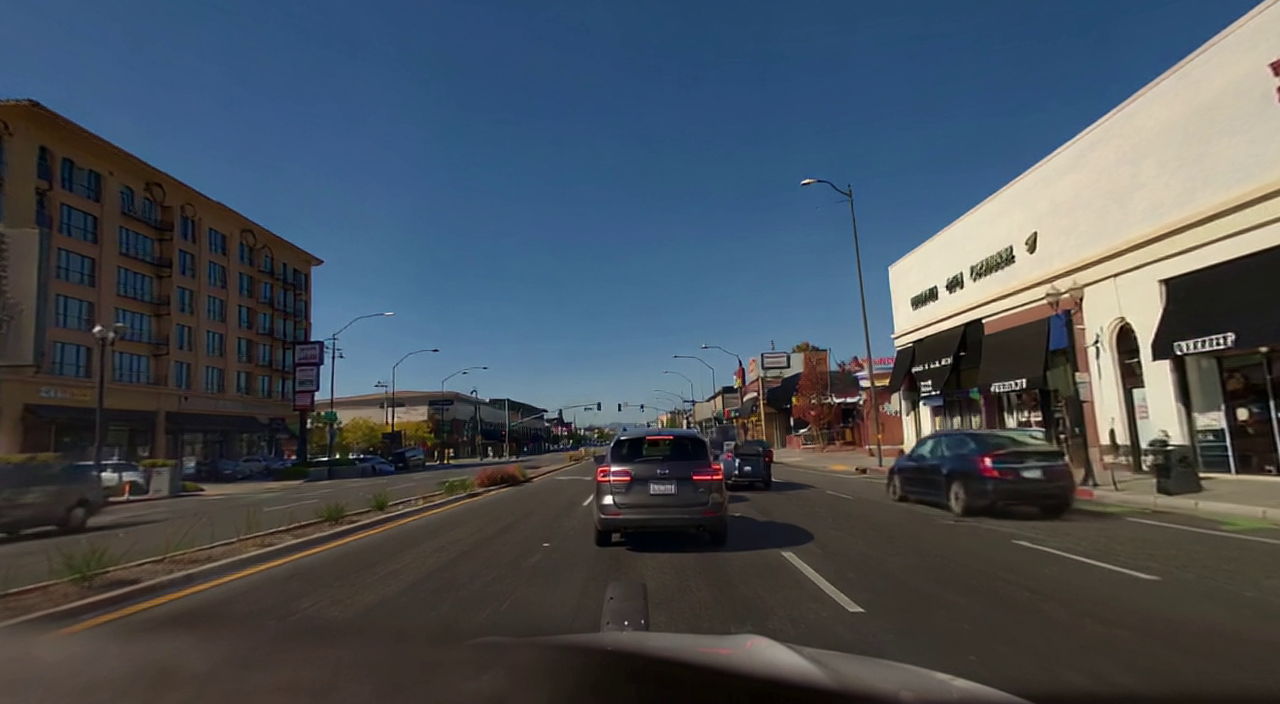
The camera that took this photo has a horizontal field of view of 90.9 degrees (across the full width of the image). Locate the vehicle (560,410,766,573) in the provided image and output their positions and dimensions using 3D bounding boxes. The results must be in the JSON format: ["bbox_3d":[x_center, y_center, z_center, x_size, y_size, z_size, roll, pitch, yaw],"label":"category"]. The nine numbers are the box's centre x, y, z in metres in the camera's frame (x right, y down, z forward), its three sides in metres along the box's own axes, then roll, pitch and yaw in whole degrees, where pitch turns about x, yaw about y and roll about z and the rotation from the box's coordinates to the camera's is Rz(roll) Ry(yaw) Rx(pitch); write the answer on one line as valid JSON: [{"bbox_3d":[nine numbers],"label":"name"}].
[{"bbox_3d":[0.224,1.727,8.537,2.125,1.669,3.880,0,-8,0],"label":"vehicle"}]

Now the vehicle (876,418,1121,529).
[{"bbox_3d":[6.125,2.118,11.547,2.086,1.627,4.294,-1,-8,3],"label":"vehicle"}]

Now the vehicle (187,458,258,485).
[{"bbox_3d":[-27.872,7.937,42.207,1.861,1.578,4.152,0,-8,1],"label":"vehicle"}]

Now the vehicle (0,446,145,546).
[{"bbox_3d":[-12.055,2.653,11.942,1.965,1.695,4.284,0,-8,-3],"label":"vehicle"}]
